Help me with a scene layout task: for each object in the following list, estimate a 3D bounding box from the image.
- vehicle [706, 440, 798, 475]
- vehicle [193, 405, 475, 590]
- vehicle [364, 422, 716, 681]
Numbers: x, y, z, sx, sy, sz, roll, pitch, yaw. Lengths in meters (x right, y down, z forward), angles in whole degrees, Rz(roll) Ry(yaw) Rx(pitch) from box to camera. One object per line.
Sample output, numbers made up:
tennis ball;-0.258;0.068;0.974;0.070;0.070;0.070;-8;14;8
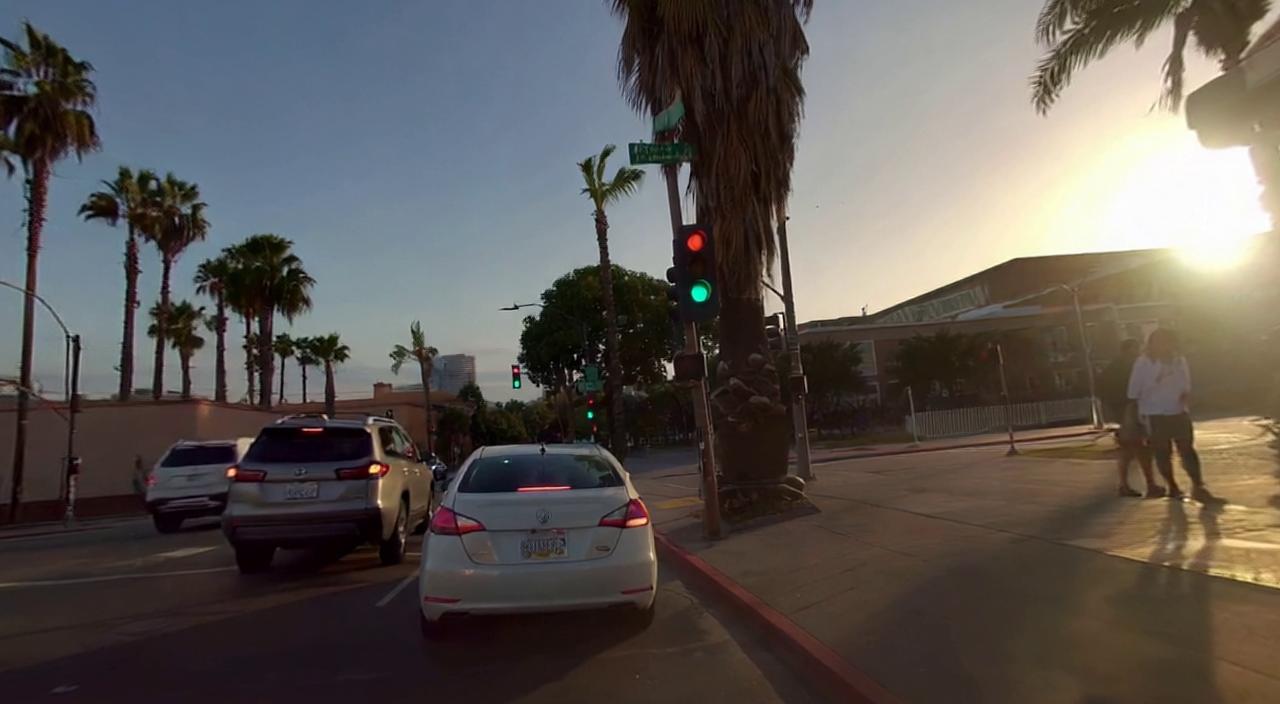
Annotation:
vehicle;5.453;5.148;30.967;3.987;1.636;1.903;2;-8;-14
vehicle;-3.719;1.825;8.826;2.098;1.851;4.571;1;-9;-7
vehicle;-0.867;1.484;5.954;2.065;1.467;4.289;1;-9;-8
